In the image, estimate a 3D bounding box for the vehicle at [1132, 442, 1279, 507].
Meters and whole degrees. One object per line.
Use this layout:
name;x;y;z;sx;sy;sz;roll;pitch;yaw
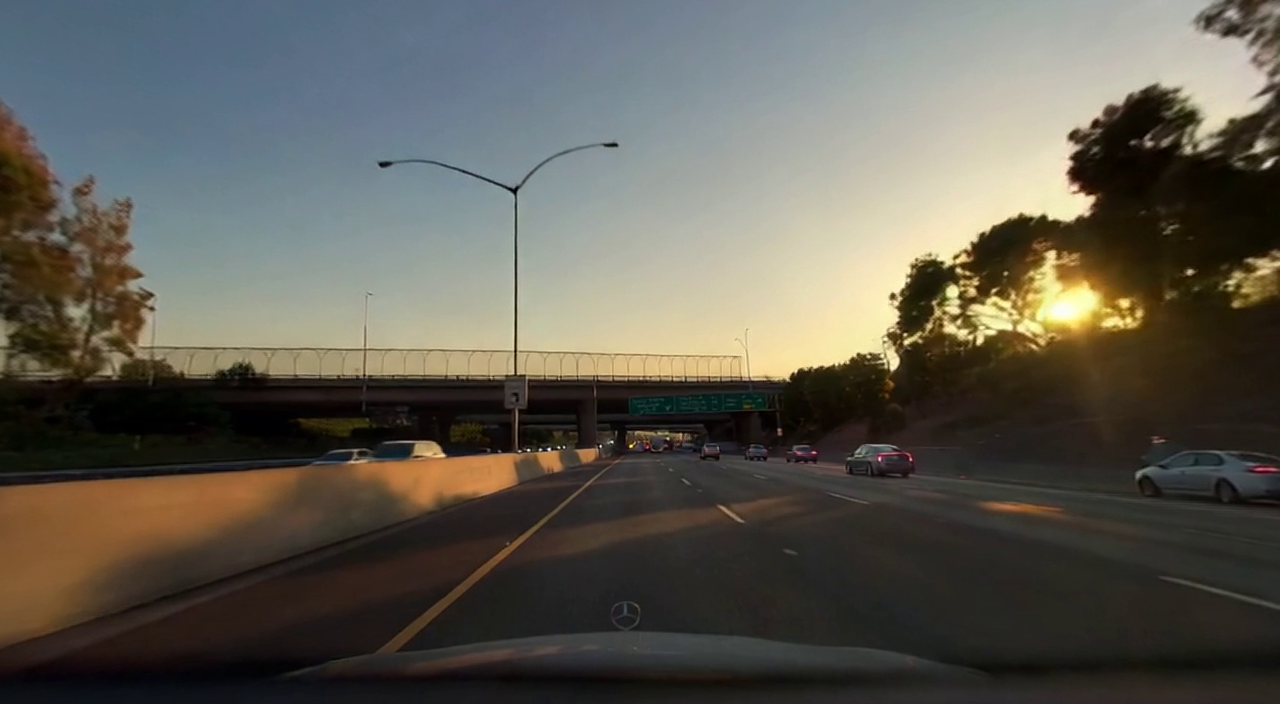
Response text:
vehicle;15.684;3.099;16.472;1.915;1.479;4.691;0;-9;0

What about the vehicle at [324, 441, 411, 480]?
vehicle;-12.004;4.771;28.168;1.907;1.537;4.550;0;-8;-1

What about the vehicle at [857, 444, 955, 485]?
vehicle;10.000;4.242;24.121;1.836;1.418;4.132;0;-9;-1

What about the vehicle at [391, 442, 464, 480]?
vehicle;-7.833;4.019;23.586;1.568;1.263;3.387;0;-8;0
